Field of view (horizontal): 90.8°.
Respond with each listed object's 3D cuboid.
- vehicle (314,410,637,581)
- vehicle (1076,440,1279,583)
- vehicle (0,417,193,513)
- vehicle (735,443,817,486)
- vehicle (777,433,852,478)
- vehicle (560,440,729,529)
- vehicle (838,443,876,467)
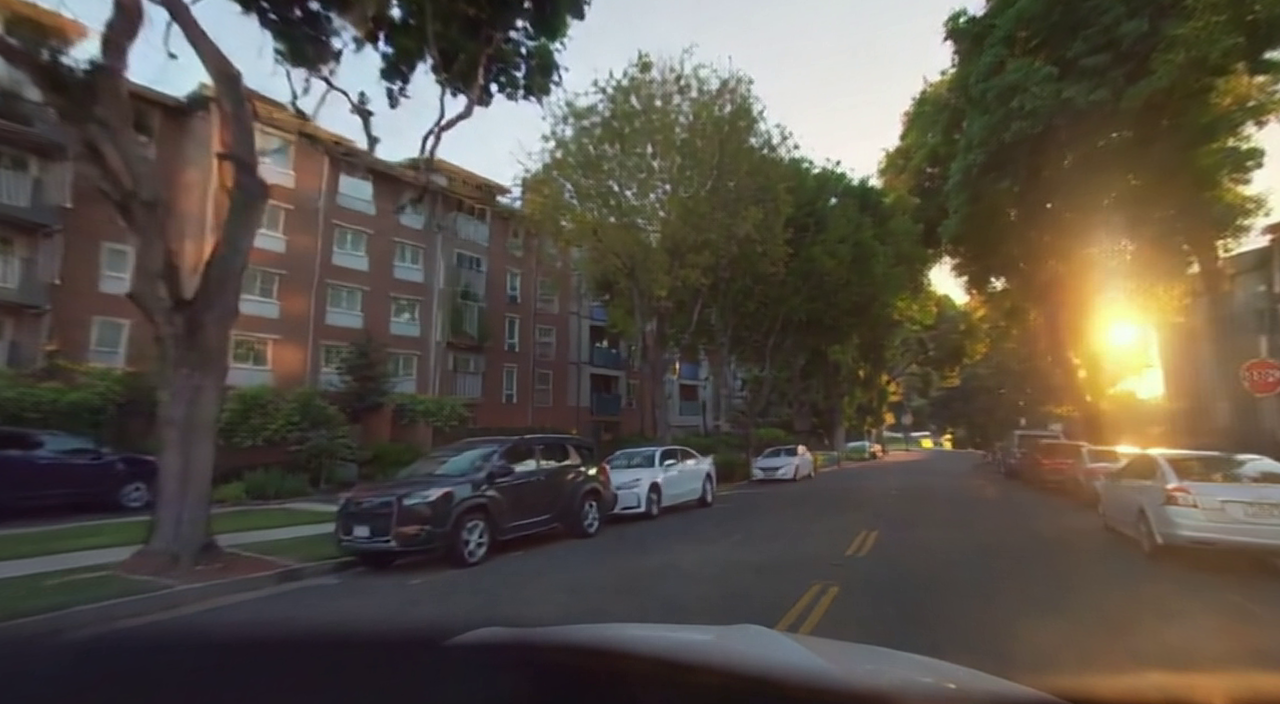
[{"bbox_3d":[-1.896,1.841,9.039,1.946,1.744,4.584,-4,-9,24],"label":"vehicle"},{"bbox_3d":[7.613,1.936,8.475,2.084,1.441,4.402,-3,-9,24],"label":"vehicle"},{"bbox_3d":[-10.556,1.889,10.781,1.812,1.458,4.714,-1,-9,12],"label":"vehicle"},{"bbox_3d":[5.260,4.208,23.994,1.921,1.463,4.313,-4,-9,28],"label":"vehicle"},{"bbox_3d":[8.295,4.794,29.609,2.229,1.869,5.791,-5,-9,26],"label":"vehicle"},{"bbox_3d":[0.322,2.660,13.514,1.902,1.478,4.696,-4,-8,23],"label":"vehicle"},{"bbox_3d":[14.591,6.847,42.328,1.939,1.513,4.401,-3,-9,24],"label":"vehicle"}]
